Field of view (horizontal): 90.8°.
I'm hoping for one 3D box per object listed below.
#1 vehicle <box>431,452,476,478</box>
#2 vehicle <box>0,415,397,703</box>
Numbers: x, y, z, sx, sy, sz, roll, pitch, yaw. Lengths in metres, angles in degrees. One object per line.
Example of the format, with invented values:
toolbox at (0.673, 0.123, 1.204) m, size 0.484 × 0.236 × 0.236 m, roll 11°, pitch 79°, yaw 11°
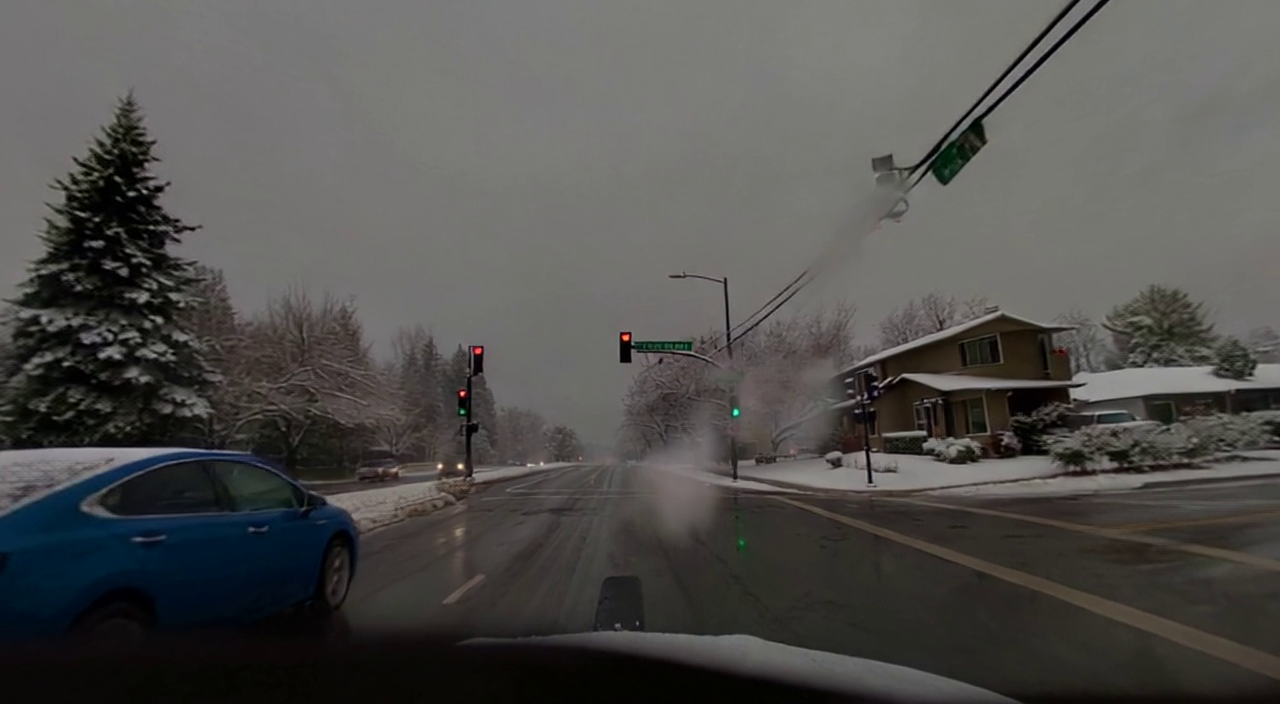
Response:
vehicle at (-14.502, 8.765, 49.303) m, size 2.115 × 1.794 × 4.961 m, roll 0°, pitch -9°, yaw -2°
vehicle at (-3.683, 1.324, 4.625) m, size 1.980 × 1.508 × 4.502 m, roll 0°, pitch -9°, yaw 0°
